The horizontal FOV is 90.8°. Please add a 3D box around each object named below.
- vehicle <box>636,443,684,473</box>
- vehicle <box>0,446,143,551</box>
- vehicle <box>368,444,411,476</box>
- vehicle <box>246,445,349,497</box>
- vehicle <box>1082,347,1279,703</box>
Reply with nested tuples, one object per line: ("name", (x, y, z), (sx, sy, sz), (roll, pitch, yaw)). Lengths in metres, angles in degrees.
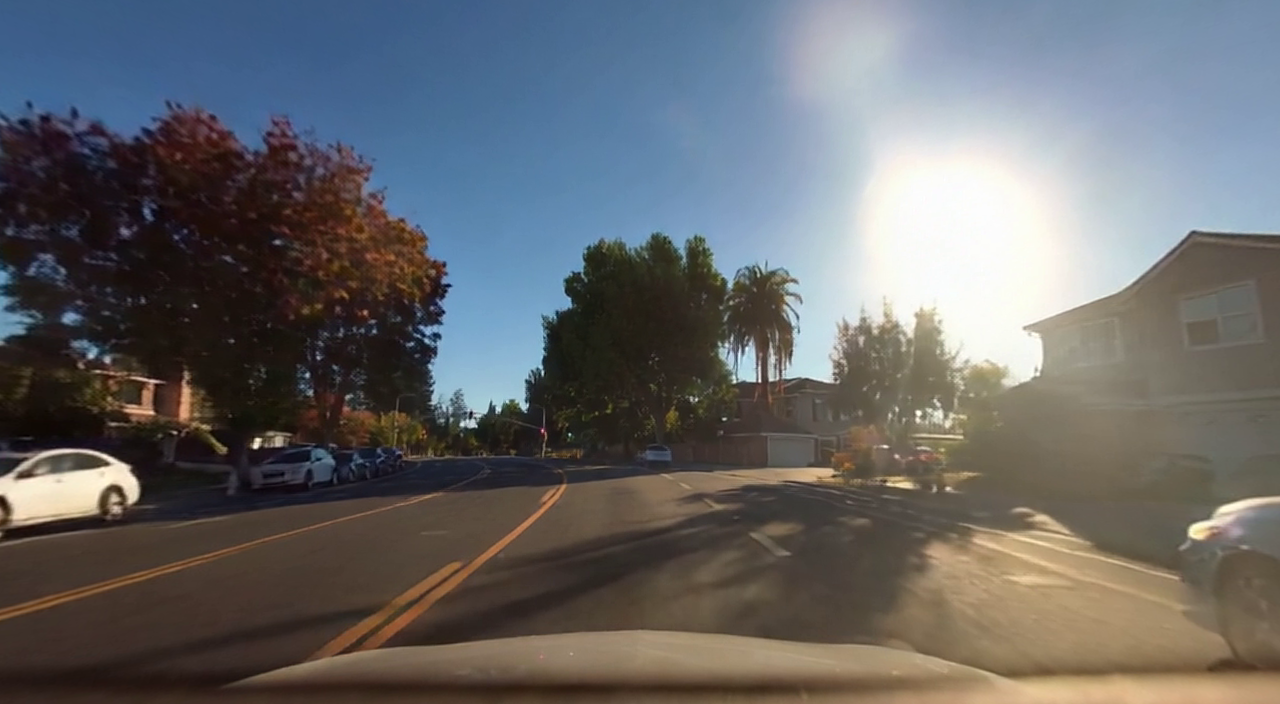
("vehicle", (1.077, 6.154, 36.961), (1.951, 1.620, 4.582), (1, -9, -9))
("vehicle", (-12.071, 2.669, 11.828), (2.032, 1.773, 4.471), (0, -8, -3))
("vehicle", (-16.663, 7.166, 42.309), (1.993, 1.801, 5.201), (-1, -8, -14))
("vehicle", (-13.382, 4.624, 25.075), (2.146, 1.806, 4.733), (1, -9, -10))
("vehicle", (3.948, 0.692, 1.465), (2.081, 1.828, 5.138), (0, -9, 0))
